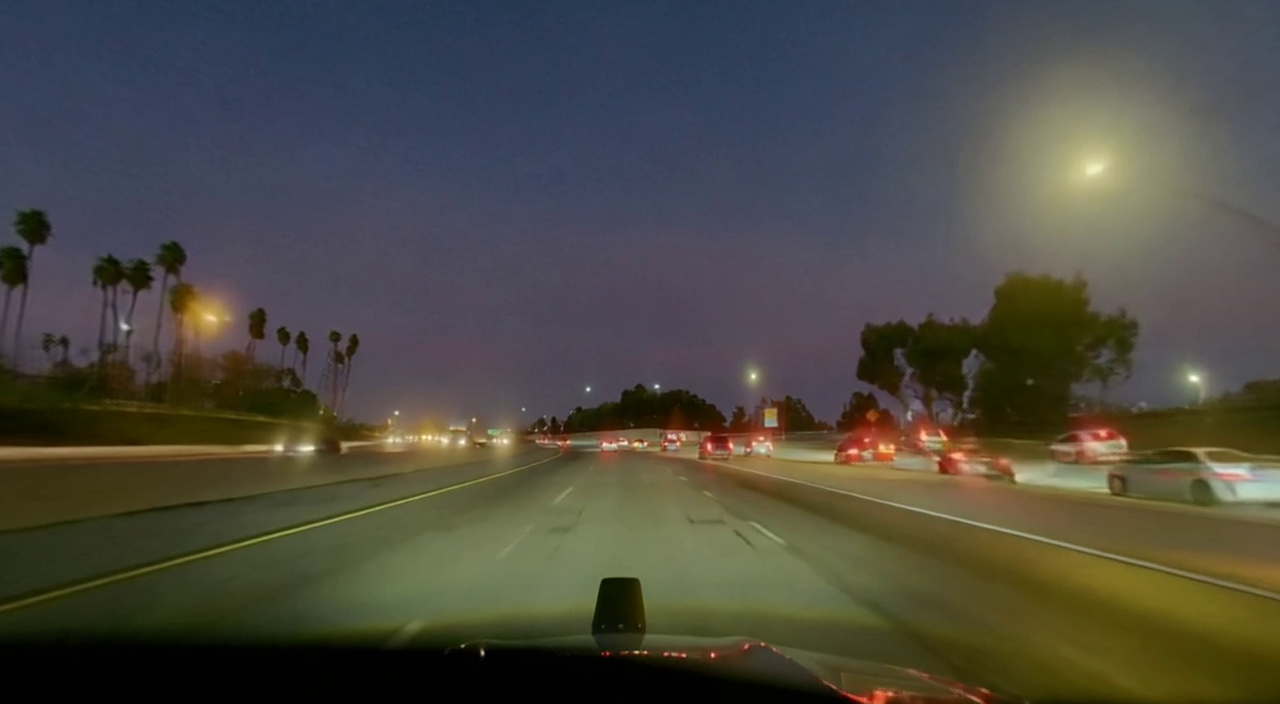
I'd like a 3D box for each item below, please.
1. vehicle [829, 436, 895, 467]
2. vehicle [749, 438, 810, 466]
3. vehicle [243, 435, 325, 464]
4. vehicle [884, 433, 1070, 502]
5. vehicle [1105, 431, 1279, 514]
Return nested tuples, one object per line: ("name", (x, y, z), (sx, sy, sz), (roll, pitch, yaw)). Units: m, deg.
("vehicle", (12.185, 5.468, 34.856), (1.864, 1.574, 4.059), (0, -8, -5))
("vehicle", (7.718, 5.575, 35.334), (2.080, 1.457, 4.404), (0, -8, -5))
("vehicle", (-19.539, 5.382, 34.846), (1.911, 1.468, 4.695), (0, -8, -2))
("vehicle", (8.326, 2.876, 16.212), (2.092, 1.478, 4.647), (0, -8, -2))
("vehicle", (13.146, 2.608, 14.164), (1.903, 1.571, 4.455), (0, -8, -1))
